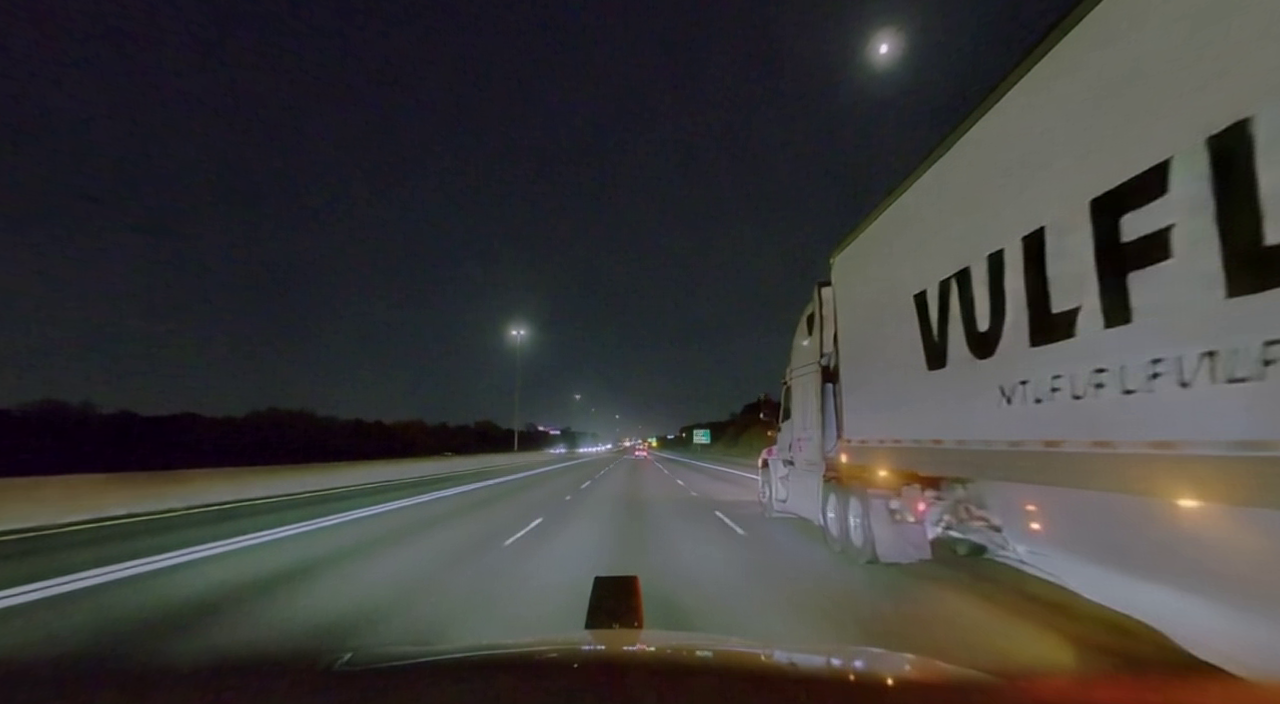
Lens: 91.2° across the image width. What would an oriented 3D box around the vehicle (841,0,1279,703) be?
[{"bbox_3d":[4.073,-0.175,2.426,3.027,3.989,10.585,0,-9,0],"label":"vehicle"}]
